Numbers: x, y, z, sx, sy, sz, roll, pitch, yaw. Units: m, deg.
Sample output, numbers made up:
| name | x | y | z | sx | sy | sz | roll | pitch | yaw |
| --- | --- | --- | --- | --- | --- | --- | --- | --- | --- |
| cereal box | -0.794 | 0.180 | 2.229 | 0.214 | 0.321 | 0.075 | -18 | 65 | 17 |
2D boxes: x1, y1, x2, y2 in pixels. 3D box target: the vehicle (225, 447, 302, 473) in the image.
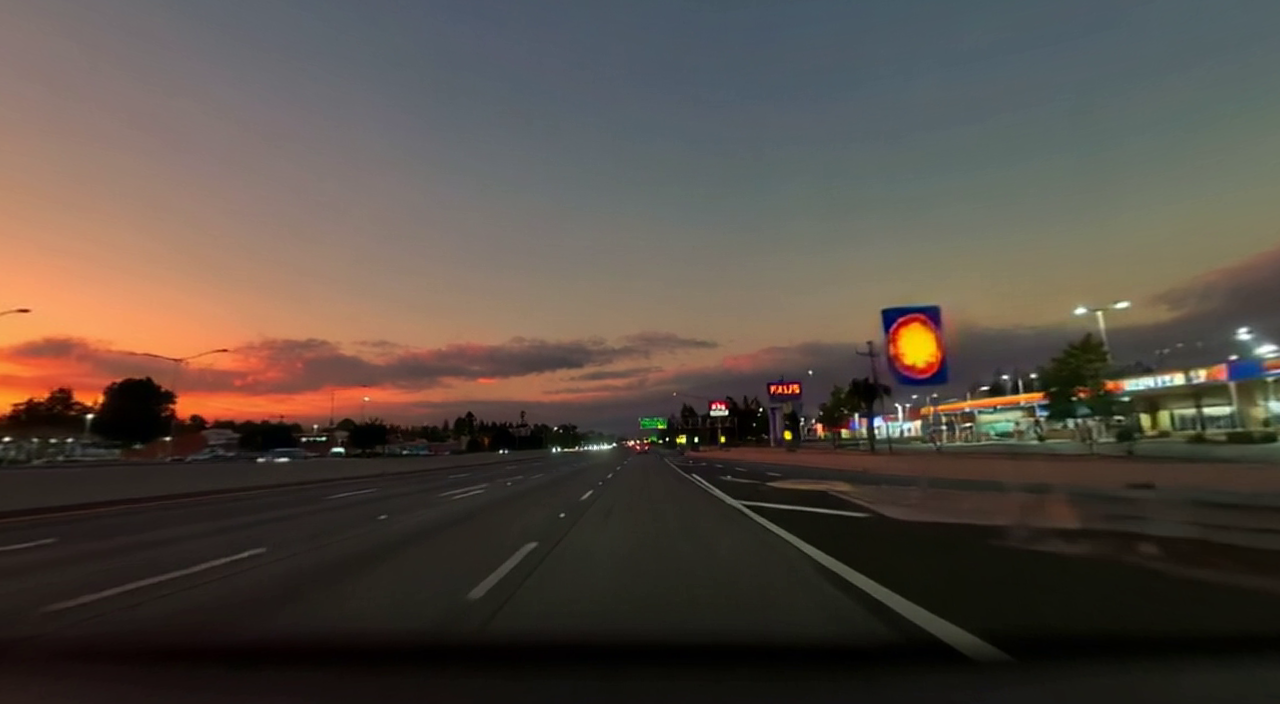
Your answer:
| name | x | y | z | sx | sy | sz | roll | pitch | yaw |
| --- | --- | --- | --- | --- | --- | --- | --- | --- | --- |
| vehicle | -23.190 | 6.644 | 39.016 | 1.885 | 1.521 | 4.464 | 0 | -8 | 2 |
